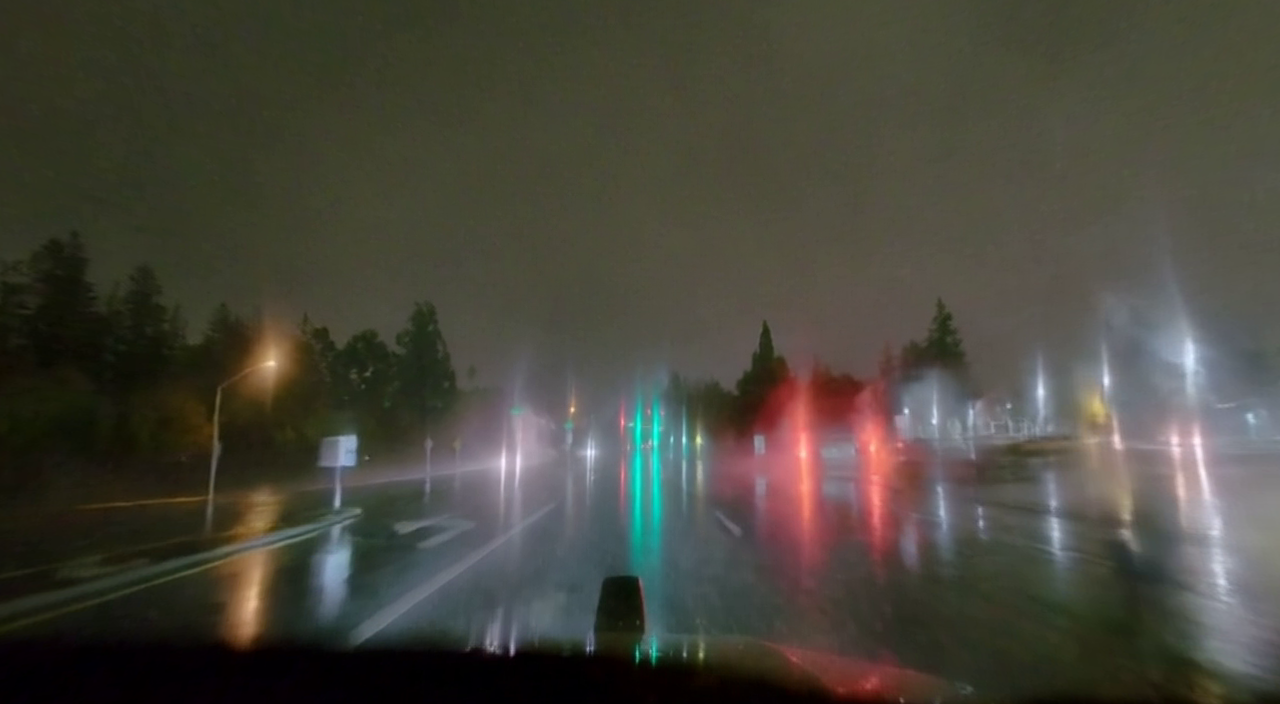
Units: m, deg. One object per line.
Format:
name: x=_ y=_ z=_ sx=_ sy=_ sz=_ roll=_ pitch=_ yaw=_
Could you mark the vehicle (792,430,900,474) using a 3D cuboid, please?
vehicle: x=12.330 y=5.993 z=38.116 sx=5.581 sy=1.926 sz=2.324 roll=-7 pitch=-7 yaw=-1
